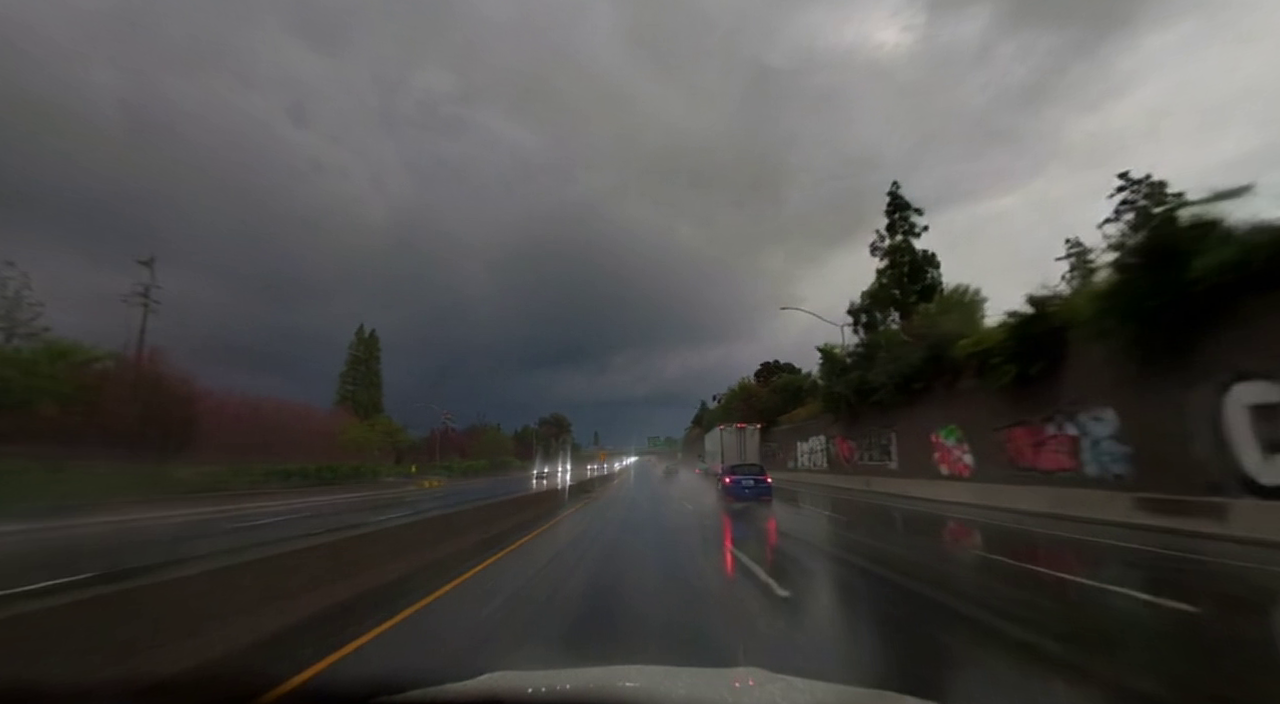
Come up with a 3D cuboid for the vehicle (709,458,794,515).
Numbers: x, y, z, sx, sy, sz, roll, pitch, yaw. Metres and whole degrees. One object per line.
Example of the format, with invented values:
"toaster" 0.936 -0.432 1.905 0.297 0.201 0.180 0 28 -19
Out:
"vehicle" 3.389 4.176 19.880 2.011 1.574 3.512 1 -10 0
